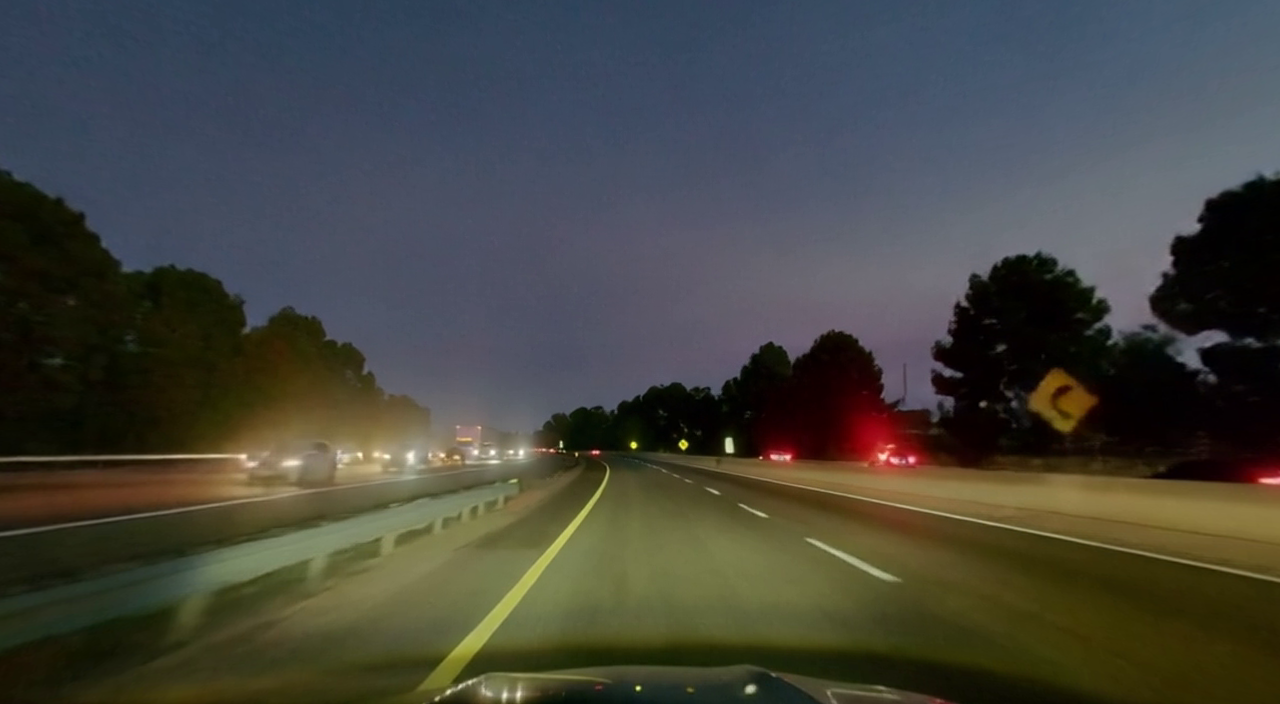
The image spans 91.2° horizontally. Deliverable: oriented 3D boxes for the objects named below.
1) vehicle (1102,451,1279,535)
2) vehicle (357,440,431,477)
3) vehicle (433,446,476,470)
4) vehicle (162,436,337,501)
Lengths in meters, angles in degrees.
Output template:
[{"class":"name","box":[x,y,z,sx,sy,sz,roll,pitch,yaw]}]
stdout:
[{"class":"vehicle","box":[12.946,2.962,13.810,1.941,1.536,4.585,0,-9,-1]},{"class":"vehicle","box":[-11.357,4.933,29.253,1.924,1.579,4.165,0,-9,-3]},{"class":"vehicle","box":[-12.104,6.948,41.111,1.817,1.455,3.867,0,-9,-3]},{"class":"vehicle","box":[-10.405,3.130,17.254,1.946,1.519,4.791,0,-9,-3]}]
